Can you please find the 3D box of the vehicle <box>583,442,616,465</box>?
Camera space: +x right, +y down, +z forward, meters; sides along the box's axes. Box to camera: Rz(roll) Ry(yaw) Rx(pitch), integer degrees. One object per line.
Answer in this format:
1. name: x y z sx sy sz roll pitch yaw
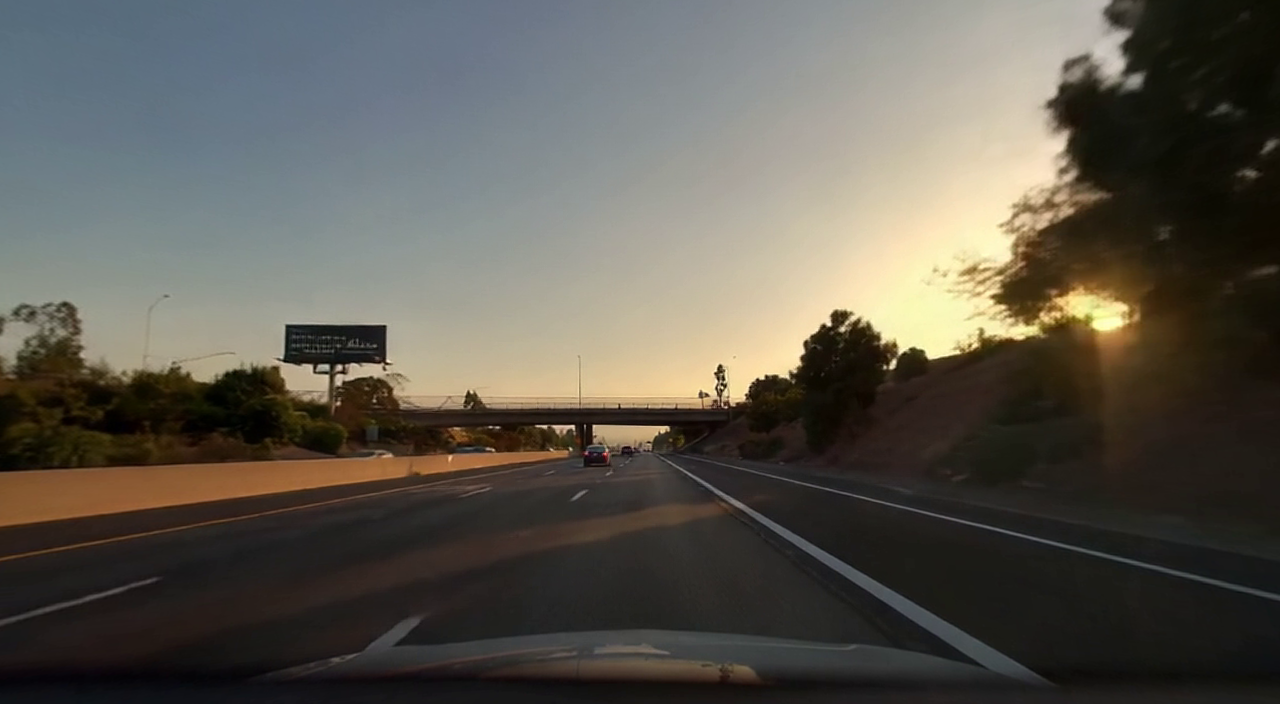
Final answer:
1. vehicle: -3.117 7.976 49.695 2.319 1.738 4.355 0 -8 0
